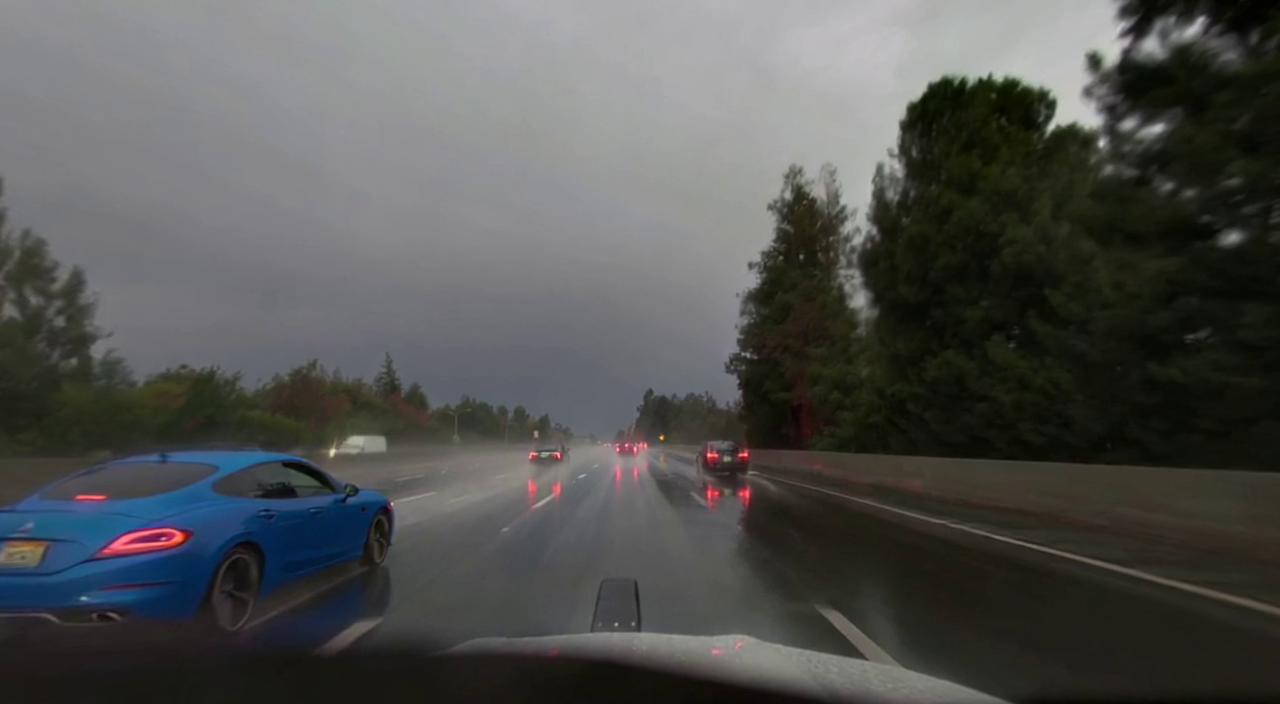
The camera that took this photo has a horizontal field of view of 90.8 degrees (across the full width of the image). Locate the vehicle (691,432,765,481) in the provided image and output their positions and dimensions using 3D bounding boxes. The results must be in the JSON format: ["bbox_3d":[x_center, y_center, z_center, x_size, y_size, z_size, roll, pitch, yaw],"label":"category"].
[{"bbox_3d":[3.220,3.951,24.112,2.061,1.658,4.417,0,-8,-2],"label":"vehicle"}]

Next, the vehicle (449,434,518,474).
[{"bbox_3d":[-7.646,5.044,31.433,2.086,1.776,5.080,0,-8,0],"label":"vehicle"}]

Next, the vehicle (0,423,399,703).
[{"bbox_3d":[-3.933,1.377,5.176,2.124,1.426,4.444,0,-8,0],"label":"vehicle"}]

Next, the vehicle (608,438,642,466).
[{"bbox_3d":[-0.918,6.295,39.943,2.053,1.650,3.945,0,-8,-1],"label":"vehicle"}]

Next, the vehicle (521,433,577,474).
[{"bbox_3d":[-4.244,4.839,30.257,2.044,1.774,4.329,0,-8,0],"label":"vehicle"}]
